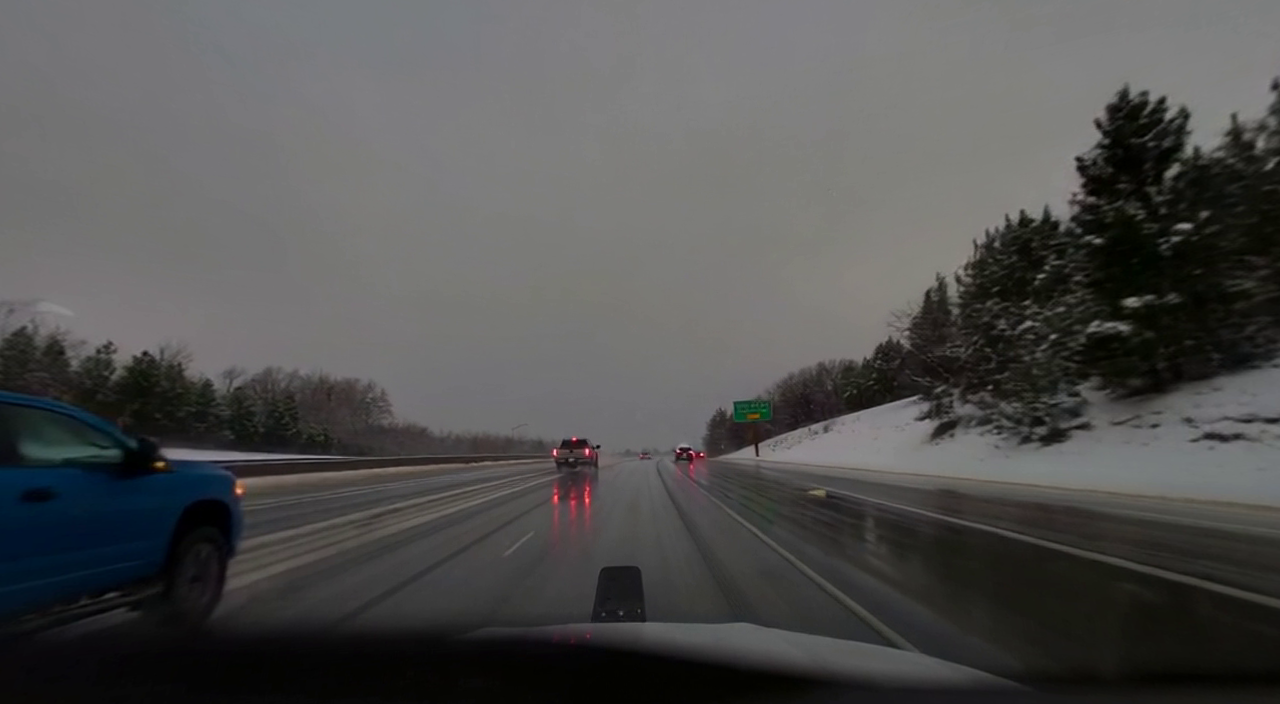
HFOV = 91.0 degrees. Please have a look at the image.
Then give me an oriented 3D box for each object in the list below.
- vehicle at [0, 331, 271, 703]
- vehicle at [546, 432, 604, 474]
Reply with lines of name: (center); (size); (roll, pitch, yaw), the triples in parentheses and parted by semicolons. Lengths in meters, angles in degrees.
vehicle: (-4.266, 0.723, 2.379); (2.285, 1.853, 5.564); (0, -9, 1)
vehicle: (-3.664, 5.879, 36.747); (2.496, 2.203, 6.317); (0, -9, 2)
